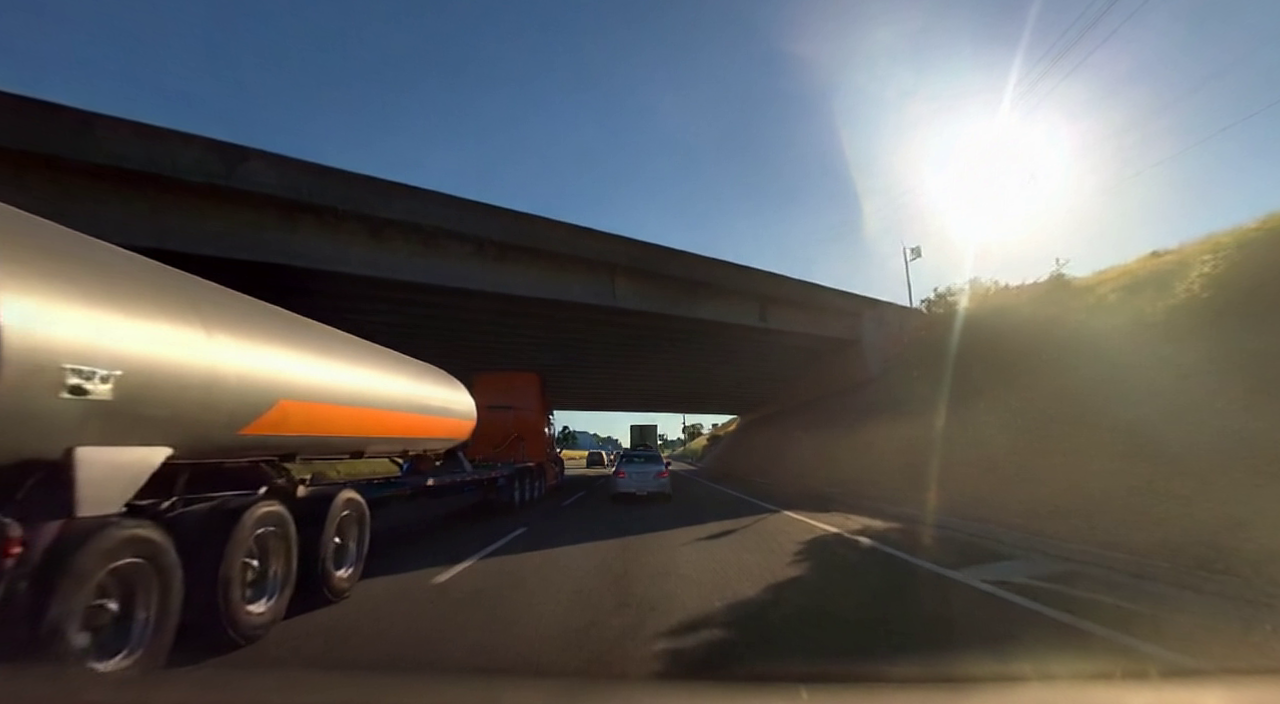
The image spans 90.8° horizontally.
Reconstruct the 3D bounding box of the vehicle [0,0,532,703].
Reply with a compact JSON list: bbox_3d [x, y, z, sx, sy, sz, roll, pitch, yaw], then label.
[{"bbox_3d":[-4.159,0.874,8.226,2.896,3.563,14.643,0,-9,0],"label":"vehicle"}]

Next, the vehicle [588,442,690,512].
[{"bbox_3d":[-0.009,3.040,15.879,2.215,1.481,4.246,0,-9,0],"label":"vehicle"}]
